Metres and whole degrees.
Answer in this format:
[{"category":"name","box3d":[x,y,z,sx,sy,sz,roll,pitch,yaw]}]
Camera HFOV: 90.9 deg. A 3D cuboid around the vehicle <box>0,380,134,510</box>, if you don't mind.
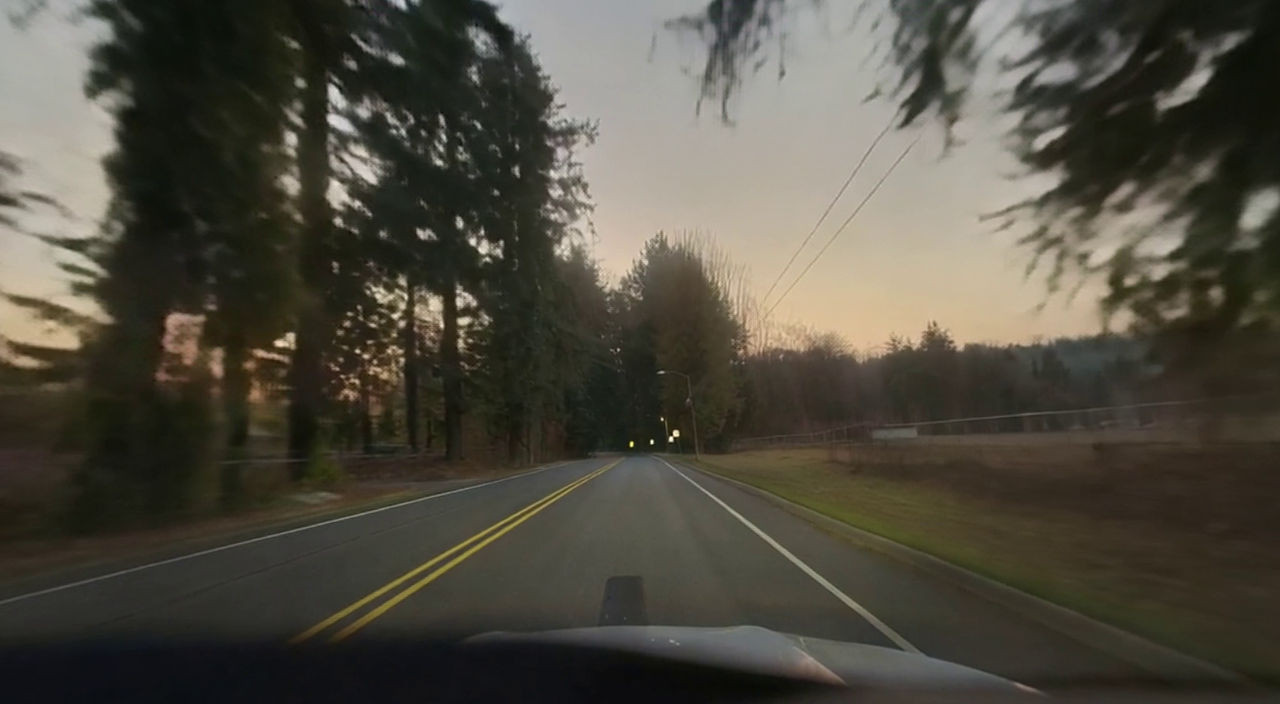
[{"category":"vehicle","box3d":[-23.228,2.887,19.065,3.031,4.352,15.623,-4,-9,0]}]
